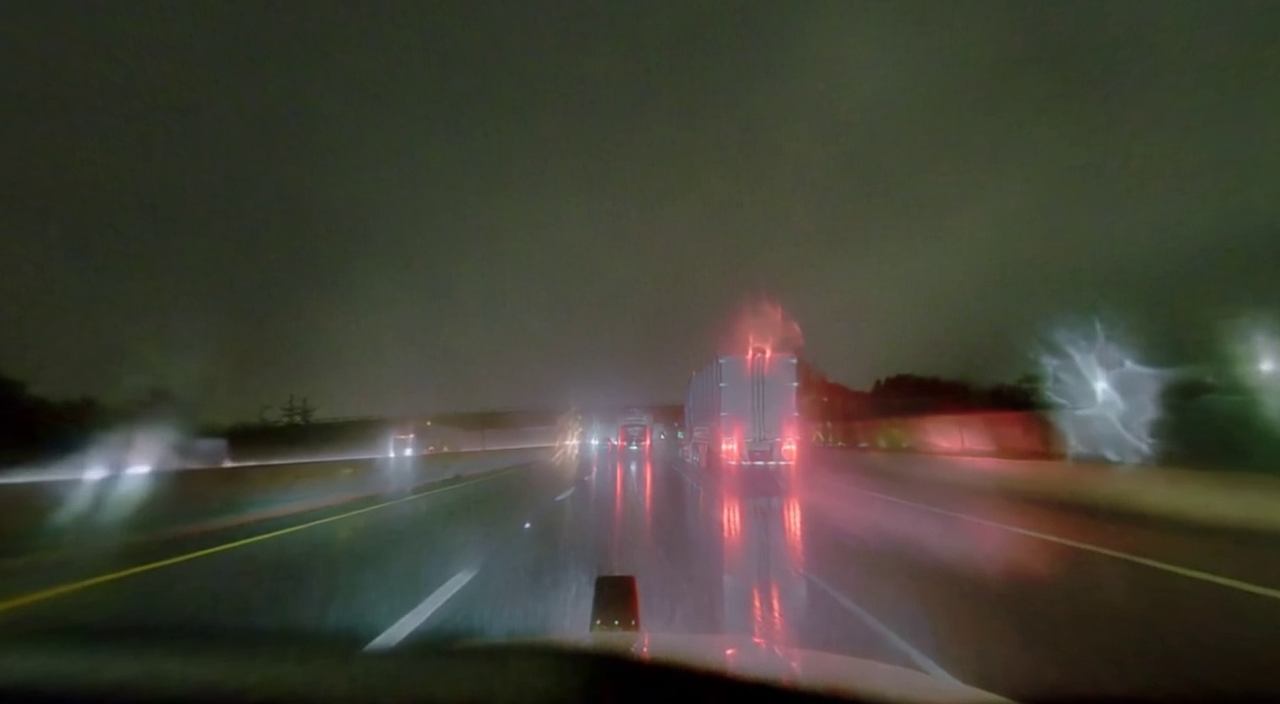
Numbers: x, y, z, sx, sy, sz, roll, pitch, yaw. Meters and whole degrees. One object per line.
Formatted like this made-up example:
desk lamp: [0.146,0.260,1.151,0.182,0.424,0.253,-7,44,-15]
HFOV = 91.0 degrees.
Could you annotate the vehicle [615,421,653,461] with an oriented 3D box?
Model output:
vehicle: [-0.401,6.304,44.787,2.481,2.618,6.314,0,-8,0]

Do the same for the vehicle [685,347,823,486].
vehicle: [3.676,2.627,23.688,2.997,3.983,10.860,1,-8,-1]
